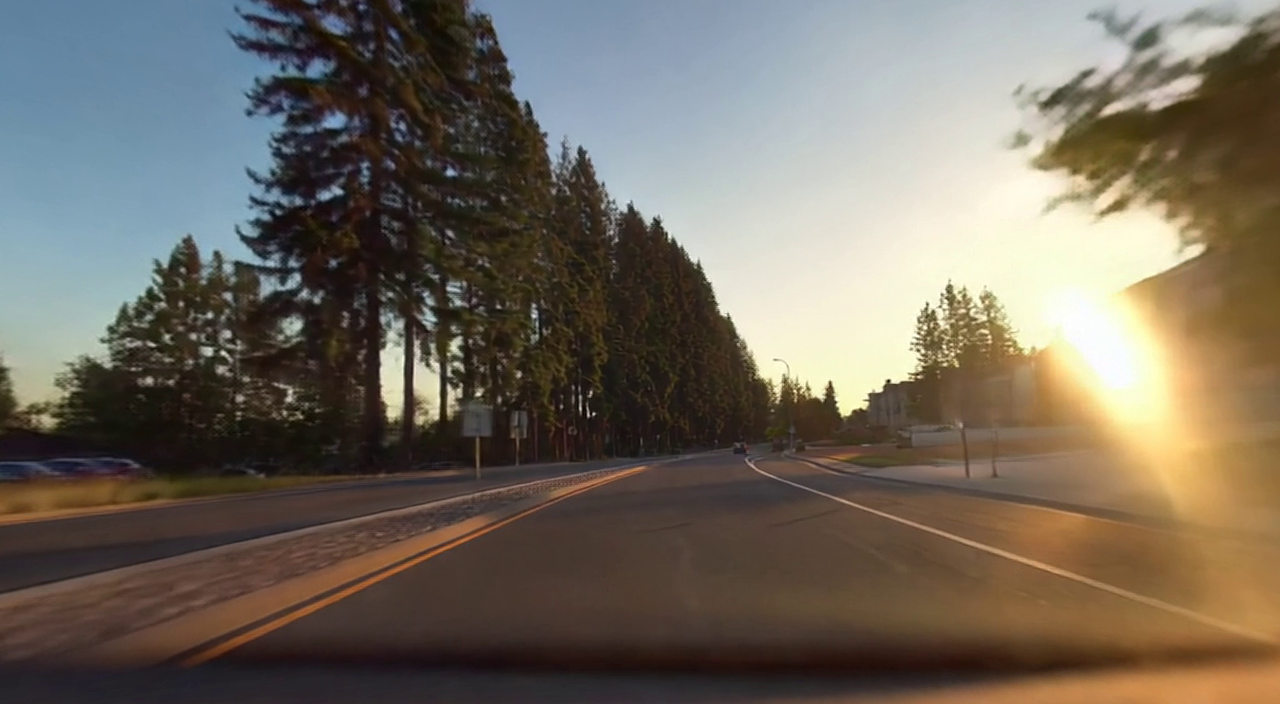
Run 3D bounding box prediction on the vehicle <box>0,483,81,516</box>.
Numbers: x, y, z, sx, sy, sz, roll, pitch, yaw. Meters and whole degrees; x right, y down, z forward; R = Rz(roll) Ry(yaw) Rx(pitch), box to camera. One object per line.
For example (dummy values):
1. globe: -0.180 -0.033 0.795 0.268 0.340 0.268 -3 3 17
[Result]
1. vehicle: -34.205 8.224 35.117 1.842 1.584 4.567 -6 -11 6
